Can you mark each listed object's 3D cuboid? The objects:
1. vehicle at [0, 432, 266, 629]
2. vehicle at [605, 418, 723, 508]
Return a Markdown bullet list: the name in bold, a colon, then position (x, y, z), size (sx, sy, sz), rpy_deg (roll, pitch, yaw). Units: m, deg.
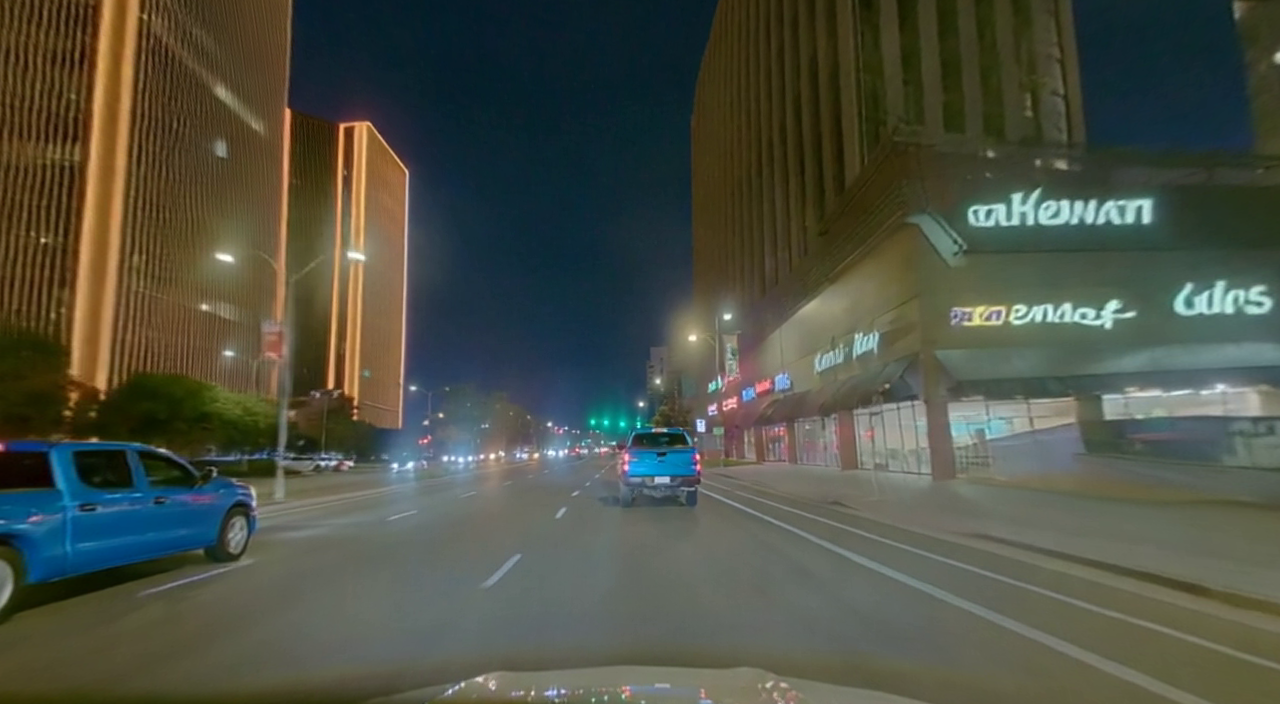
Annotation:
- **vehicle**: position (-5.645, 1.459, 5.636), size (1.888, 1.424, 4.553), rpy_deg (0, -8, -1)
- **vehicle**: position (0.408, 2.868, 16.816), size (2.590, 1.932, 5.776), rpy_deg (0, -9, -2)
